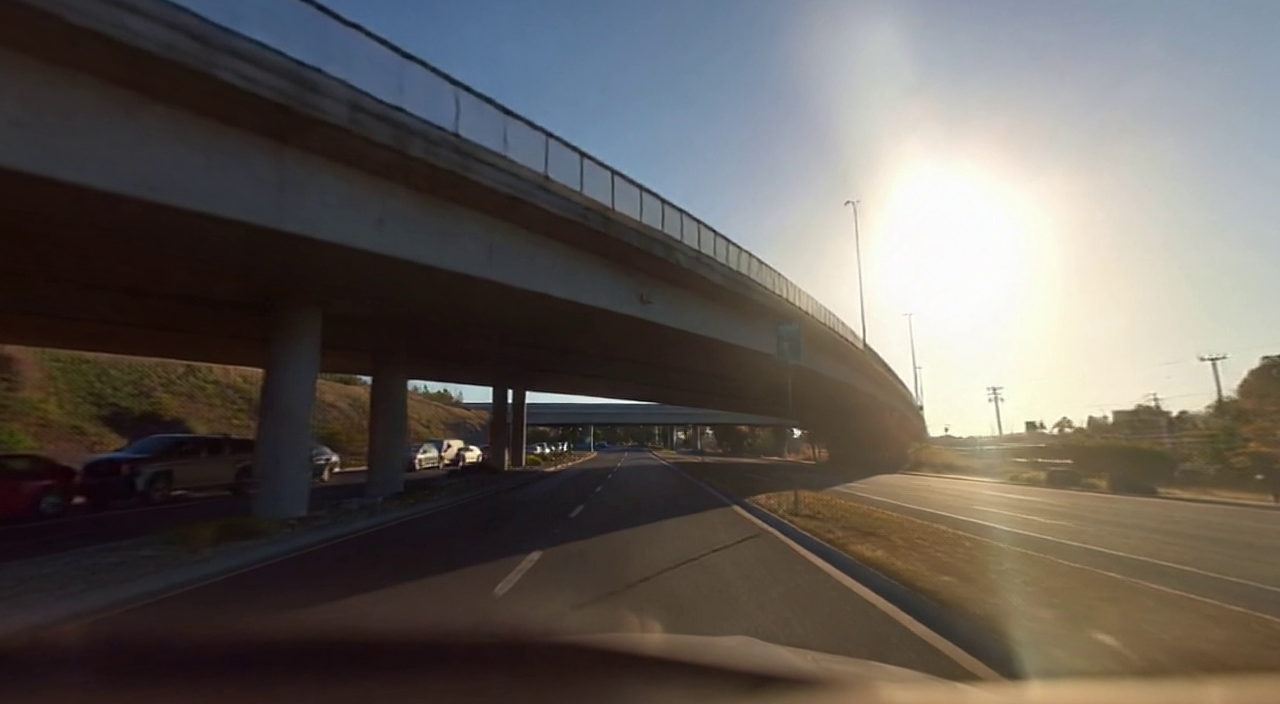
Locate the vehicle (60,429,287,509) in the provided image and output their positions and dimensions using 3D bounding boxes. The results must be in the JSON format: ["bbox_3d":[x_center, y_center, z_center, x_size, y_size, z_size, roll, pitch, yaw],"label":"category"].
[{"bbox_3d":[-12.860,3.227,18.094,2.064,1.809,5.545,3,-8,2],"label":"vehicle"}]

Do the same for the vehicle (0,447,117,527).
[{"bbox_3d":[-13.215,2.601,12.188,2.156,1.489,4.758,0,-8,0],"label":"vehicle"}]

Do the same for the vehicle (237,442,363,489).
[{"bbox_3d":[-12.864,4.278,24.358,2.074,1.529,5.079,1,-8,-1],"label":"vehicle"}]

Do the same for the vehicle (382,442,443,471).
[{"bbox_3d":[-12.881,5.916,36.065,1.907,1.553,4.683,0,-8,-2],"label":"vehicle"}]
